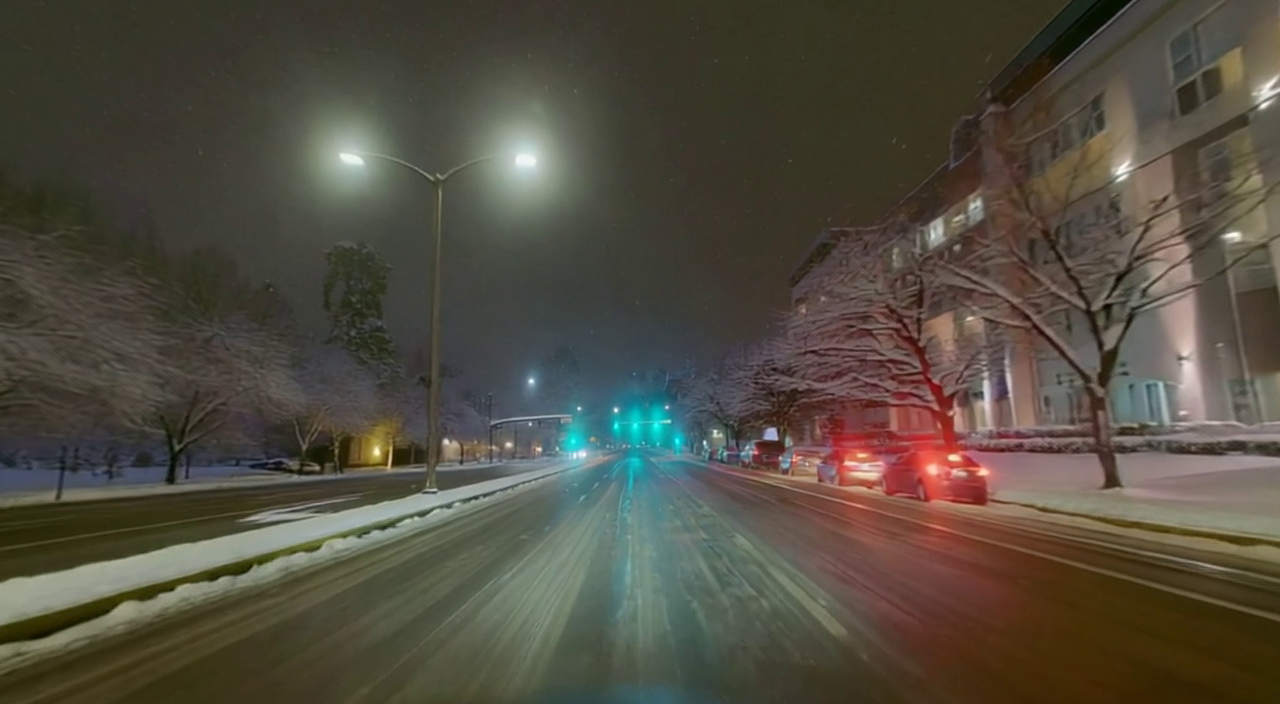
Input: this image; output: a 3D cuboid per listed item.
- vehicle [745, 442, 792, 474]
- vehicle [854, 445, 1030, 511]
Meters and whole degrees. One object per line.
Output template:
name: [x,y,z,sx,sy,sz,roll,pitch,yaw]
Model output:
vehicle: [7.582,6.313,37.842,1.939,1.761,4.711,0,-8,1]
vehicle: [7.494,3.135,16.377,2.066,1.451,4.783,0,-8,-2]
